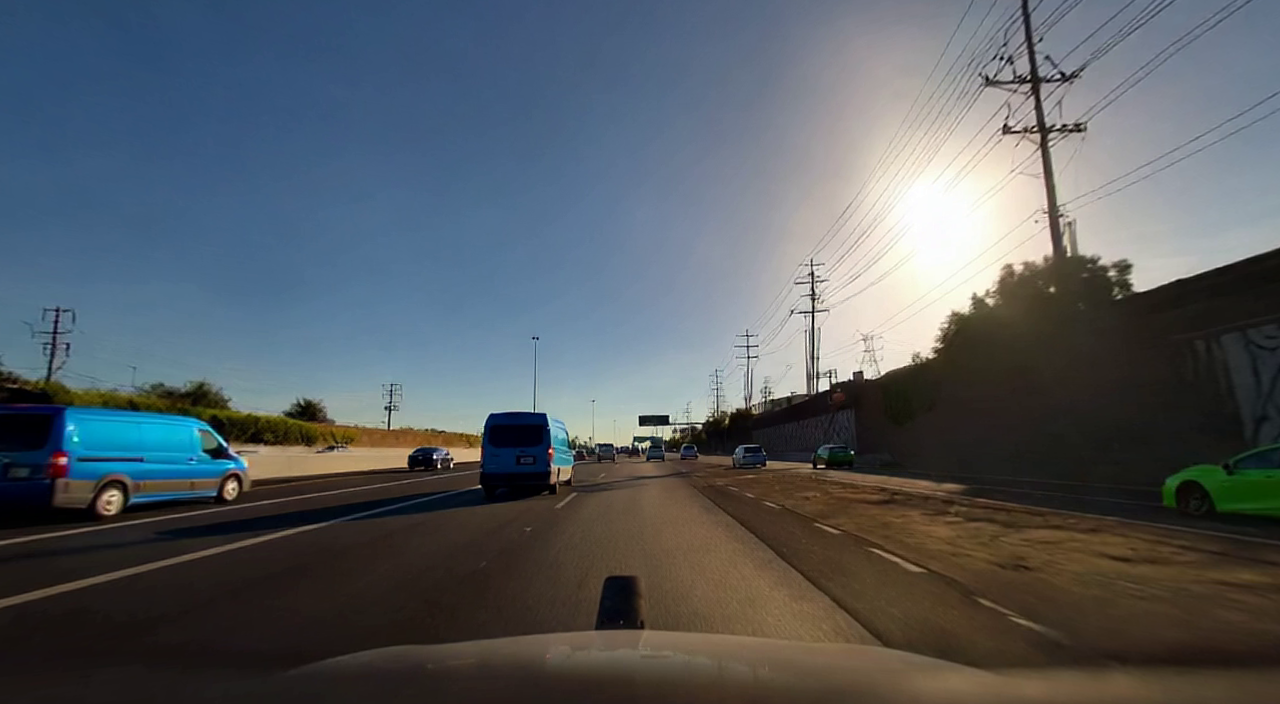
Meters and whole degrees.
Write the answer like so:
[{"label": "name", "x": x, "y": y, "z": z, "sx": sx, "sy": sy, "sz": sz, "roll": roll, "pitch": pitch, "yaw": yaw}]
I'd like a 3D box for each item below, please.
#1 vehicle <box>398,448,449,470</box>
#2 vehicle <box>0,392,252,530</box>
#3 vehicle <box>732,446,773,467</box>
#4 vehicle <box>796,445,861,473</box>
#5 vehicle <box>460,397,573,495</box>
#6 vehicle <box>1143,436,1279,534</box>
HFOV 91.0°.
[{"label": "vehicle", "x": -15.158, "y": 7.489, "z": 44.370, "sx": 1.948, "sy": 1.479, "sz": 4.754, "roll": 0, "pitch": -9, "yaw": 0}, {"label": "vehicle", "x": -11.380, "y": 2.193, "z": 13.135, "sx": 2.596, "sy": 2.162, "sz": 6.328, "roll": 0, "pitch": -9, "yaw": -1}, {"label": "vehicle", "x": 8.839, "y": 8.253, "z": 49.936, "sx": 2.095, "sy": 1.504, "sz": 4.536, "roll": 0, "pitch": -9, "yaw": -5}, {"label": "vehicle", "x": 10.378, "y": 5.904, "z": 34.979, "sx": 2.052, "sy": 1.470, "sz": 4.364, "roll": 0, "pitch": -9, "yaw": -3}, {"label": "vehicle", "x": -3.684, "y": 3.009, "z": 20.149, "sx": 2.395, "sy": 2.660, "sz": 5.827, "roll": 0, "pitch": -9, "yaw": 0}, {"label": "vehicle", "x": 11.100, "y": 2.084, "z": 9.909, "sx": 2.115, "sy": 1.525, "sz": 4.882, "roll": 0, "pitch": -9, "yaw": -4}]
